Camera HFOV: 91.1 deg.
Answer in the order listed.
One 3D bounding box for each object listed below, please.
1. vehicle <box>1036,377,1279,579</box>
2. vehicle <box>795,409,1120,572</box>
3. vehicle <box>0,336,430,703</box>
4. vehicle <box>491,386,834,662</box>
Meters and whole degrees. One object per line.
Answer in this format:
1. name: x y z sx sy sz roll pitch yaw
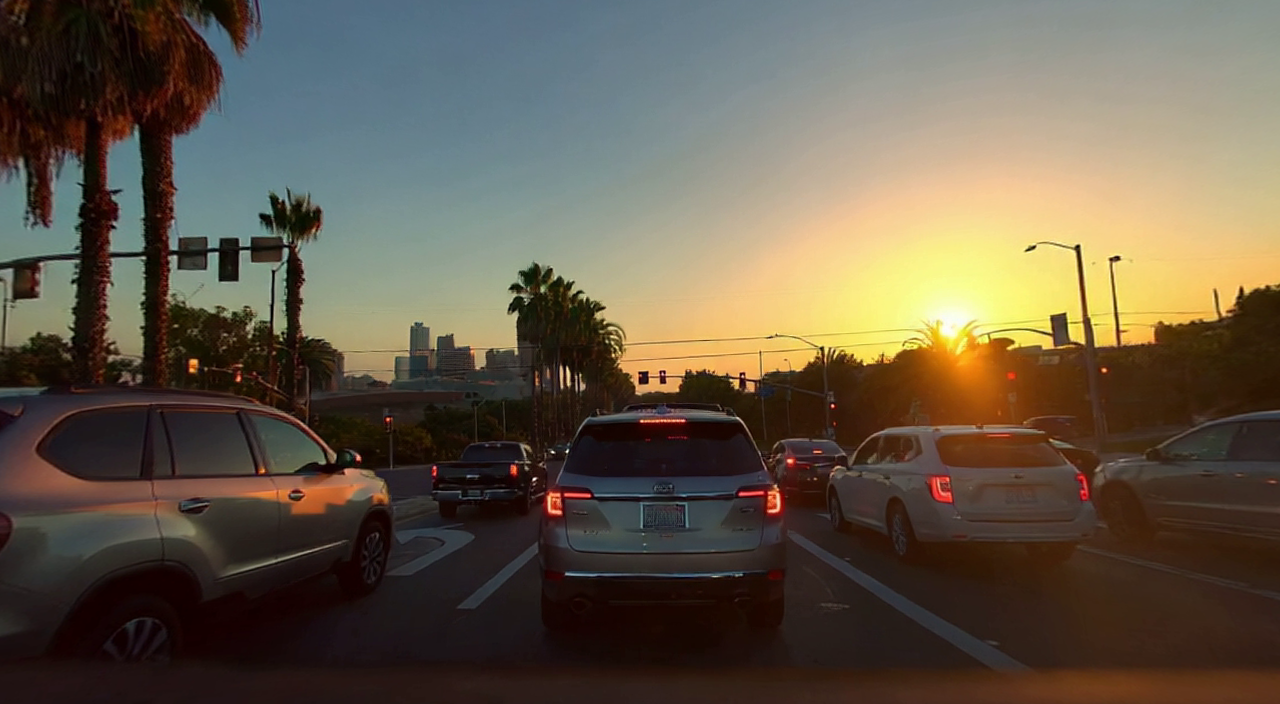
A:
1. vehicle: 7.335 1.335 6.862 2.337 1.925 5.728 0 -8 1
2. vehicle: 4.012 1.857 9.301 2.072 1.704 5.170 0 -9 0
3. vehicle: -3.160 1.087 3.902 2.171 1.702 4.416 0 -9 0
4. vehicle: 0.170 1.375 6.046 2.123 1.704 4.128 0 -9 1
